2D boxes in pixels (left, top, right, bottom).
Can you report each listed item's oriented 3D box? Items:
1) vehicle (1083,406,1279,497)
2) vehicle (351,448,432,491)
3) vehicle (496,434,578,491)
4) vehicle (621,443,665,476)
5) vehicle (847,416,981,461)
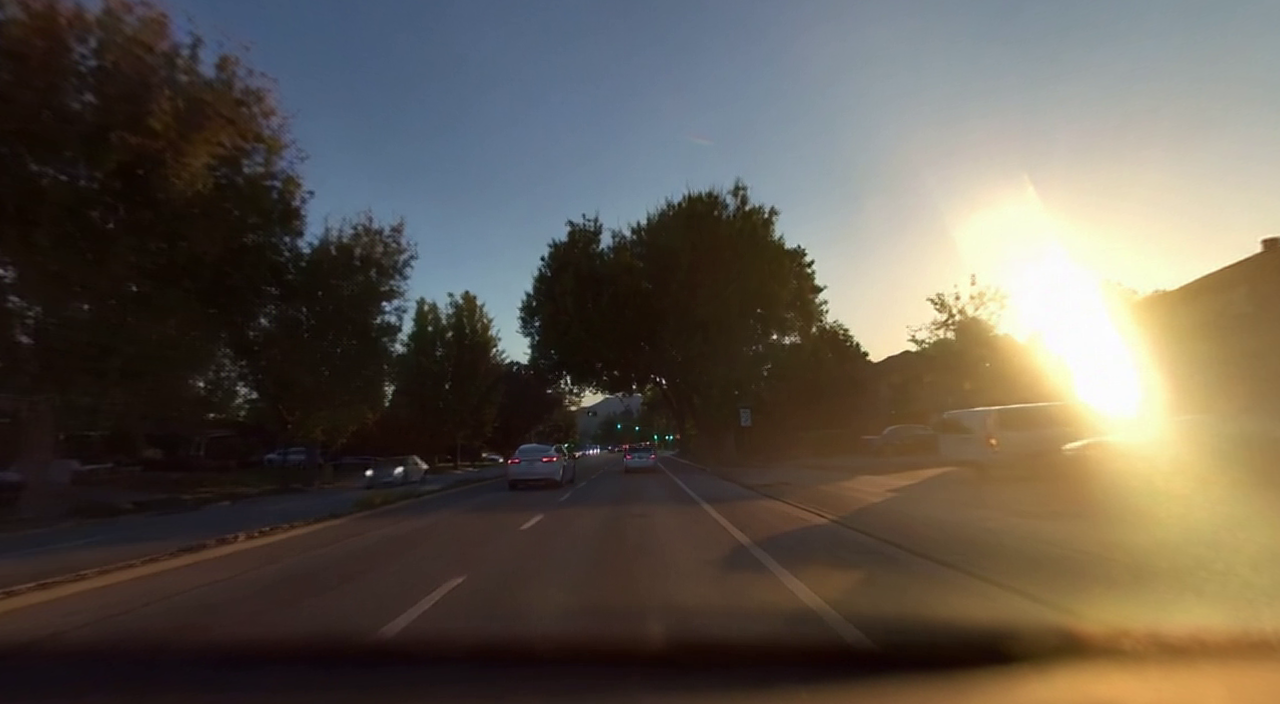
[{"bbox_3d":[11.384,1.799,11.912,4.573,1.461,1.867,-3,-8,0],"label":"vehicle"},{"bbox_3d":[-12.004,5.661,30.890,2.070,1.752,4.629,-4,-8,0],"label":"vehicle"},{"bbox_3d":[-3.498,3.852,22.401,2.157,1.771,4.452,0,-8,0],"label":"vehicle"},{"bbox_3d":[0.120,5.341,31.697,2.062,1.518,3.901,0,-8,0],"label":"vehicle"},{"bbox_3d":[15.368,4.874,35.732,6.374,2.098,2.415,-3,-8,-1],"label":"vehicle"}]
